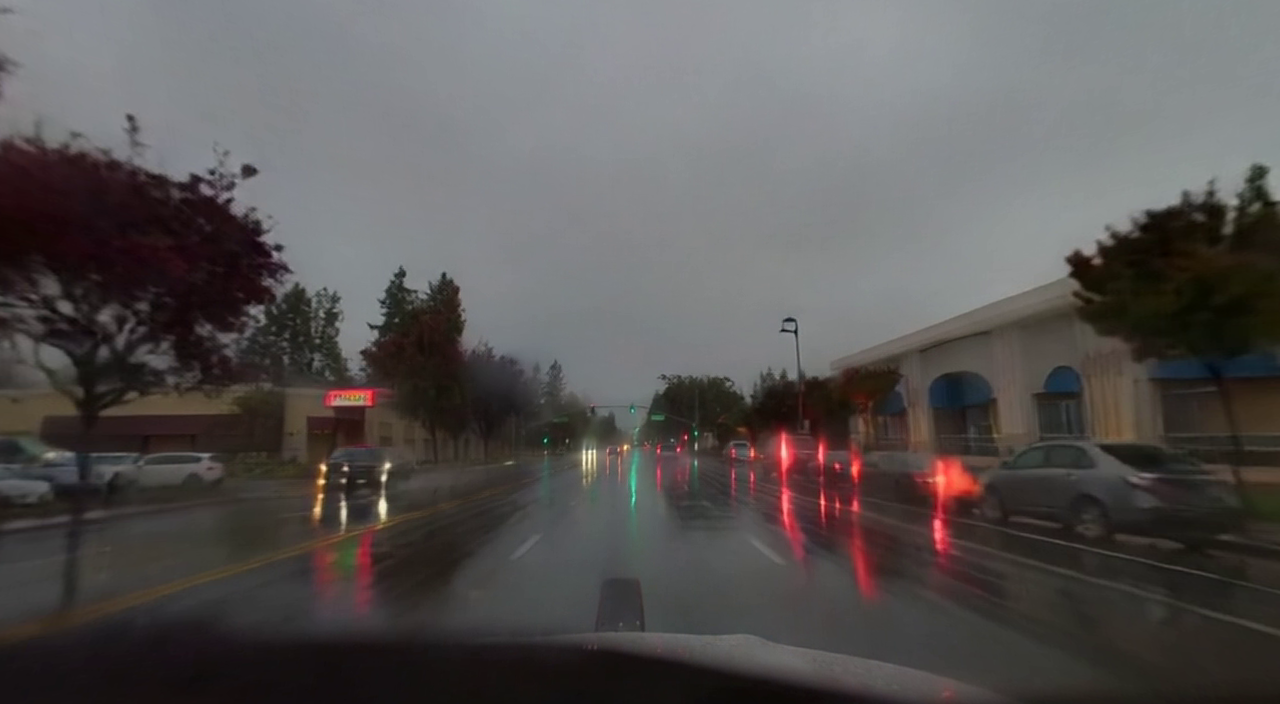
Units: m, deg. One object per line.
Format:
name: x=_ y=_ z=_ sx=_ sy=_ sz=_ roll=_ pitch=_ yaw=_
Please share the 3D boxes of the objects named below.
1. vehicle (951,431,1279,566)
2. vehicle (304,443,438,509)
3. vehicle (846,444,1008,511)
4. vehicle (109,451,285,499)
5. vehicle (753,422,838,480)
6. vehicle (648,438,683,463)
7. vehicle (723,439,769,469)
vehicle: x=7.400 y=2.151 z=10.256 sx=1.951 sy=1.601 sz=5.147 roll=0 pitch=-8 yaw=-1
vehicle: x=-7.654 y=3.359 z=17.716 sx=2.165 sy=1.567 sz=4.700 roll=6 pitch=-11 yaw=-38
vehicle: x=7.180 y=3.147 z=16.508 sx=1.862 sy=1.464 sz=4.892 roll=0 pitch=-8 yaw=-1
vehicle: x=-14.823 y=4.079 z=21.250 sx=4.635 sy=1.457 sz=2.060 roll=-2 pitch=-8 yaw=10
vehicle: x=7.100 y=4.607 z=29.659 sx=2.323 sy=2.433 sz=5.901 roll=0 pitch=-8 yaw=-2
vehicle: x=1.871 y=7.563 z=48.607 sx=2.293 sy=1.814 sz=4.589 roll=0 pitch=-8 yaw=-3
vehicle: x=7.011 y=6.819 z=42.306 sx=2.088 sy=1.848 sz=4.936 roll=0 pitch=-9 yaw=-2
